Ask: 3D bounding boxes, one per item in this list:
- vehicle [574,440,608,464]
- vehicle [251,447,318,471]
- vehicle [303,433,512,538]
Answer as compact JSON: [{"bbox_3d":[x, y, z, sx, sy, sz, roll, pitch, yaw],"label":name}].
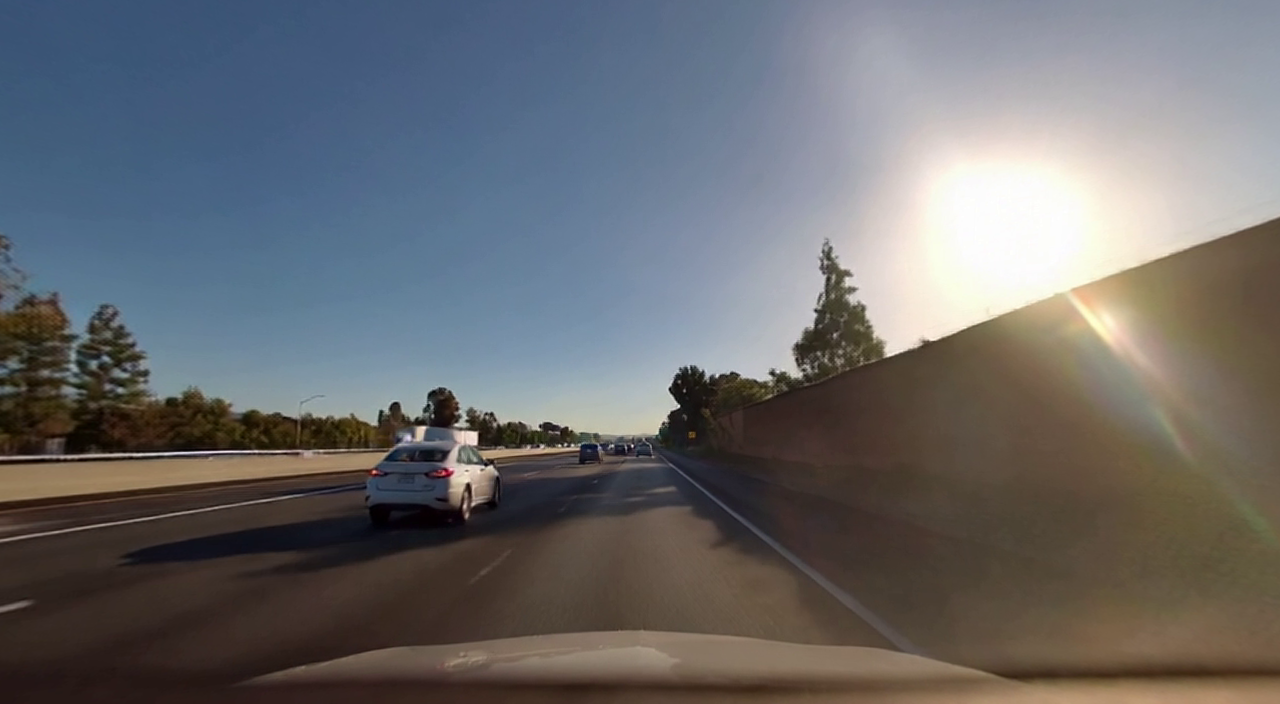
[{"bbox_3d":[-3.537,7.254,45.845,2.036,1.636,4.511,-1,-8,1],"label":"vehicle"},{"bbox_3d":[-24.716,7.436,43.824,1.856,1.487,4.570,-1,-8,2],"label":"vehicle"},{"bbox_3d":[-3.860,2.294,11.523,1.945,1.484,4.803,-1,-8,1],"label":"vehicle"}]
